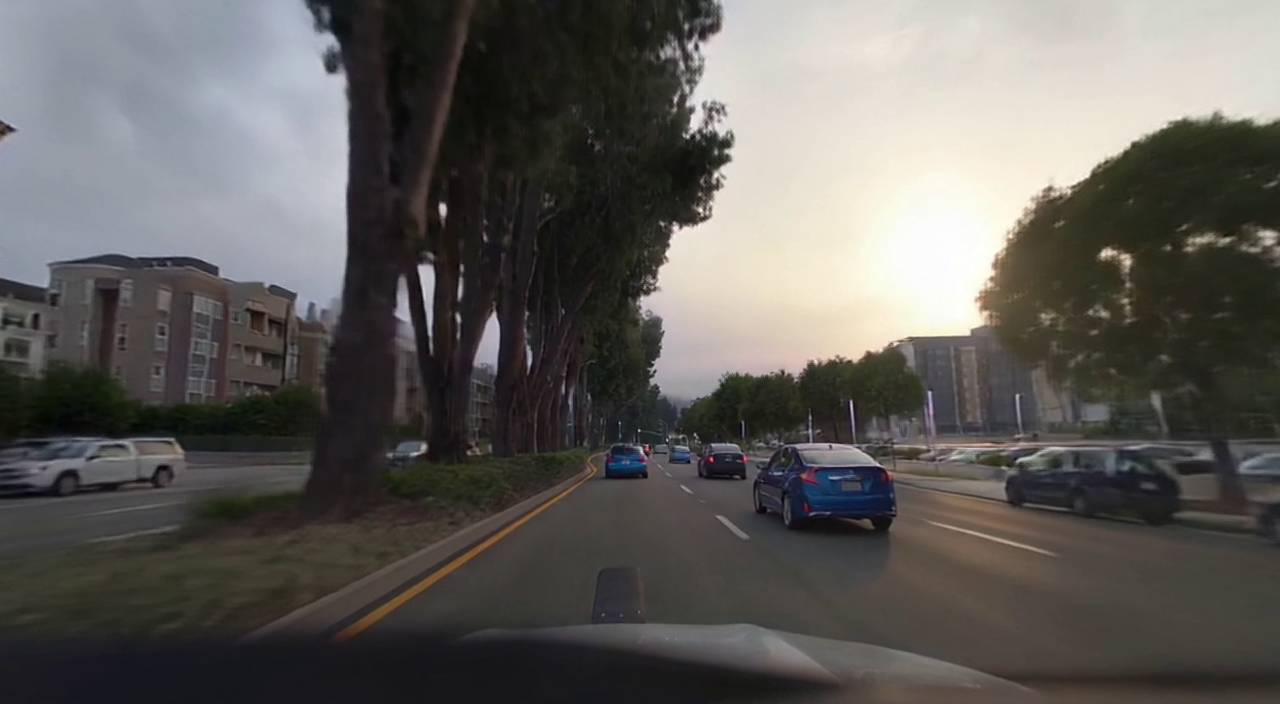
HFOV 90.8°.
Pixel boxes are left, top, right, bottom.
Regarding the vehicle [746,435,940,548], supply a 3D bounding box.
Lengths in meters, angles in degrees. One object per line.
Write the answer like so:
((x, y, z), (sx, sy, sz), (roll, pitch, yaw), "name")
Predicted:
((3.062, 2.176, 10.482), (1.852, 1.498, 3.825), (0, -9, -1), "vehicle")

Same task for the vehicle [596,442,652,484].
((-0.594, 4.244, 24.458), (1.994, 1.479, 3.647), (0, -9, 0), "vehicle")

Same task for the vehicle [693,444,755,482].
((3.377, 4.532, 26.108), (1.908, 1.453, 4.230), (0, -9, -1), "vehicle")

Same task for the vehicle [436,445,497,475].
((-9.033, 5.633, 33.227), (1.943, 1.483, 4.439), (0, -9, 0), "vehicle")

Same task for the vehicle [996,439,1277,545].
((8.776, 2.453, 11.921), (2.127, 1.546, 4.828), (-2, -9, 11), "vehicle")

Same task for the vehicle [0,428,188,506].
((-15.940, 3.209, 18.037), (2.108, 1.876, 5.260), (0, -9, 0), "vehicle")
